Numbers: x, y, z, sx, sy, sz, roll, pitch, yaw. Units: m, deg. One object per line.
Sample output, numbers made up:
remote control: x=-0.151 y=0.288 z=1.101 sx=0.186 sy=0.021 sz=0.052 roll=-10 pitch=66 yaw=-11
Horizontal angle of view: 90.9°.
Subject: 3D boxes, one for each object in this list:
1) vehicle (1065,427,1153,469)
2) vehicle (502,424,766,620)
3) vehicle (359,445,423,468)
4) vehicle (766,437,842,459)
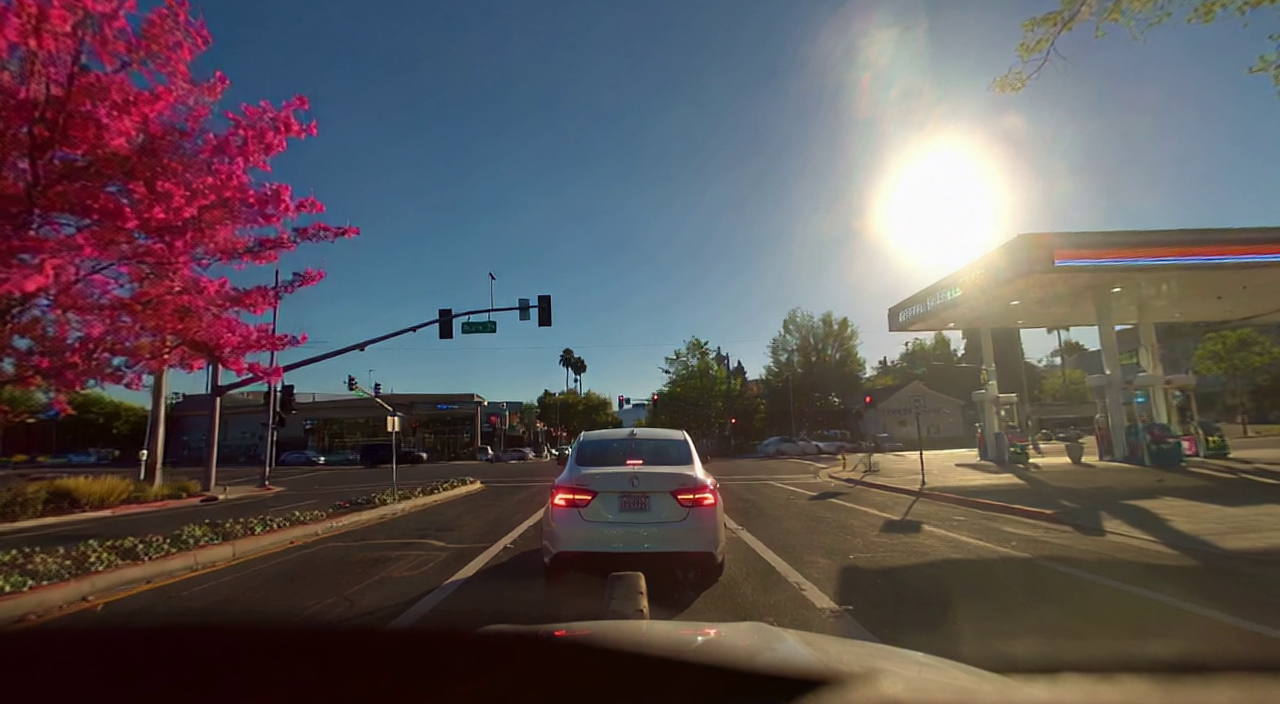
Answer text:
vehicle: x=18.581 y=3.764 z=24.909 sx=4.091 sy=1.495 sz=2.053 roll=8 pitch=-12 yaw=-44
vehicle: x=-0.050 y=1.601 z=6.911 sx=2.010 sy=1.482 sz=4.057 roll=0 pitch=-8 yaw=0
vehicle: x=-18.219 y=7.651 z=46.184 sx=3.975 sy=1.563 sz=1.755 roll=-1 pitch=-8 yaw=5
vehicle: x=11.350 y=6.718 z=43.992 sx=4.813 sy=1.455 sz=1.889 roll=-1 pitch=-8 yaw=4
